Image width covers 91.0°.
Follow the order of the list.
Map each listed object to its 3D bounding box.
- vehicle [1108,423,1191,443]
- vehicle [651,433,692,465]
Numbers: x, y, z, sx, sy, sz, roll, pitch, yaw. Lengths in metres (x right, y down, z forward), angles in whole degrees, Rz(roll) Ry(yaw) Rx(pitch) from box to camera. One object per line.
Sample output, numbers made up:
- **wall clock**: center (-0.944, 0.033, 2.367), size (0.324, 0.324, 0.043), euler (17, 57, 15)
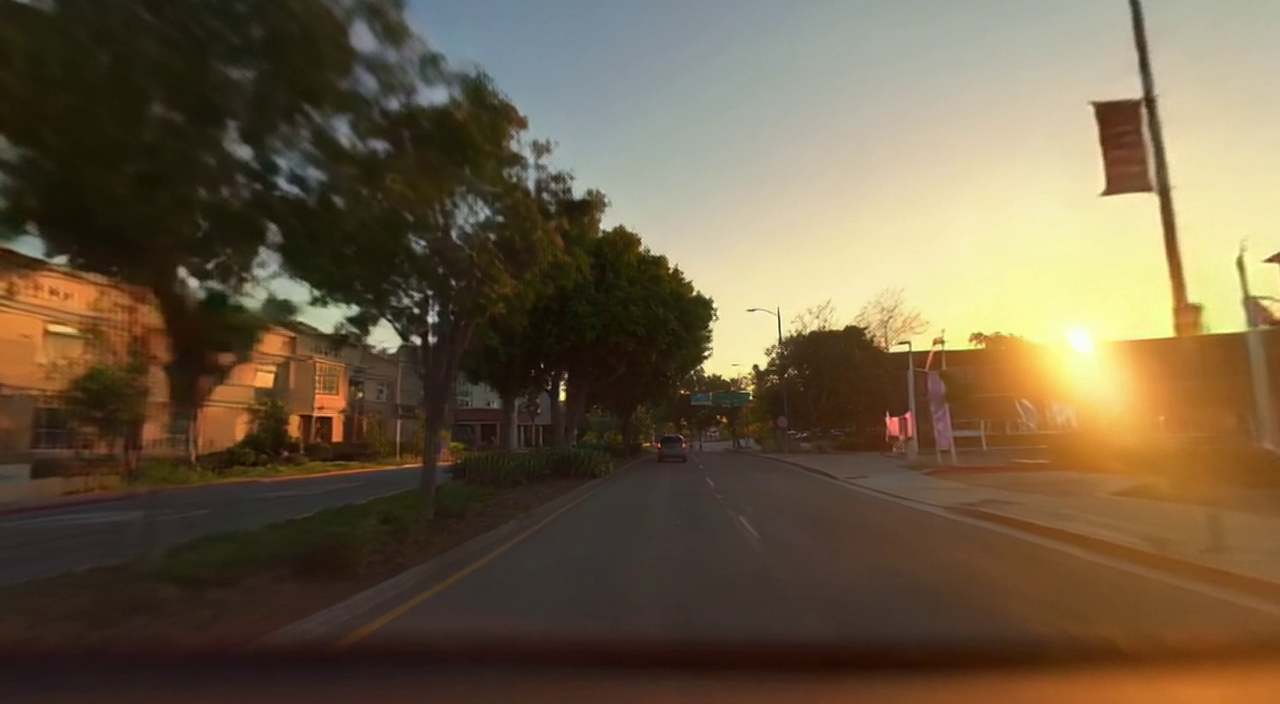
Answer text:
- **vehicle**: center (39.442, 6.321, 48.802), size (4.637, 1.477, 1.823), euler (-1, -8, 5)
- **vehicle**: center (1.962, 5.844, 38.010), size (2.235, 1.719, 4.292), euler (1, -8, 5)
